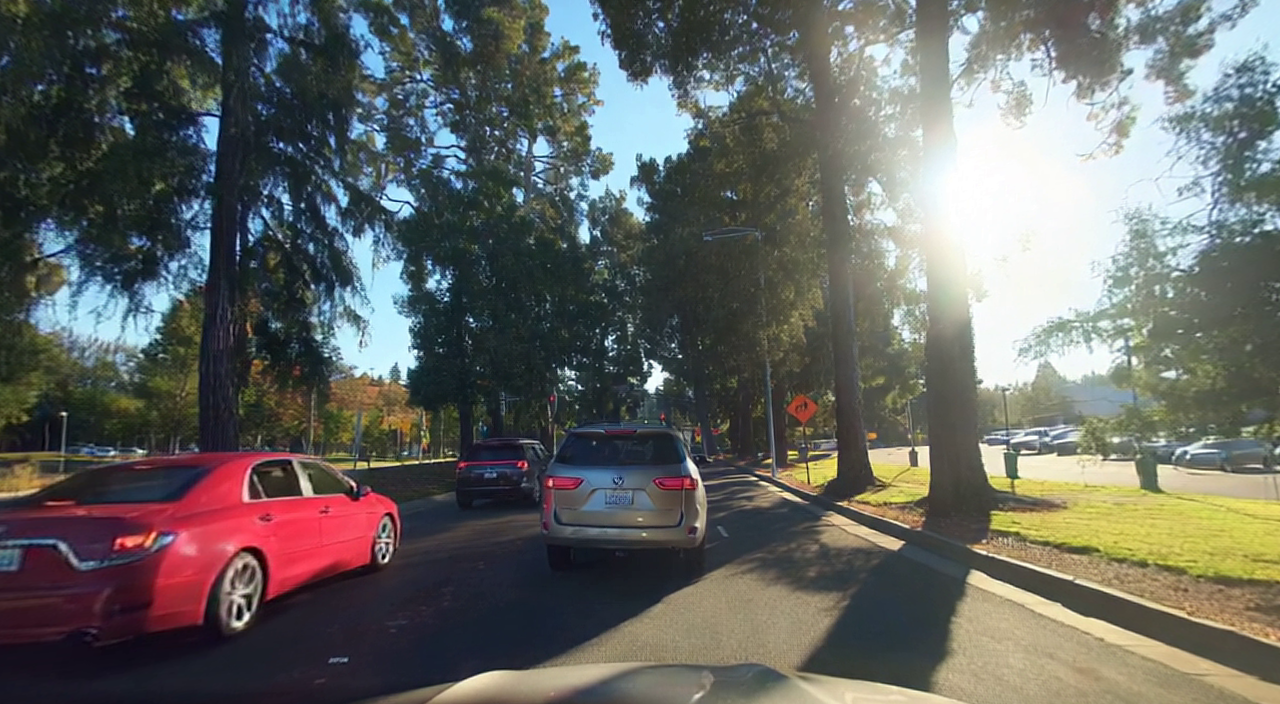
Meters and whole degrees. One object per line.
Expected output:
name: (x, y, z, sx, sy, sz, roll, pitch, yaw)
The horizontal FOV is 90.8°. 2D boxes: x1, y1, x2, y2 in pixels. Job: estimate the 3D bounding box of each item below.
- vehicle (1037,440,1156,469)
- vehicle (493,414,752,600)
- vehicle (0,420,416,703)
vehicle: (28.419, 6.354, 39.423, 5.955, 1.702, 2.166, 1, -8, -6)
vehicle: (-0.128, 1.628, 7.474, 2.229, 1.591, 3.897, 0, -8, 1)
vehicle: (-3.610, 1.359, 4.975, 1.922, 1.464, 4.424, 0, -8, 2)
